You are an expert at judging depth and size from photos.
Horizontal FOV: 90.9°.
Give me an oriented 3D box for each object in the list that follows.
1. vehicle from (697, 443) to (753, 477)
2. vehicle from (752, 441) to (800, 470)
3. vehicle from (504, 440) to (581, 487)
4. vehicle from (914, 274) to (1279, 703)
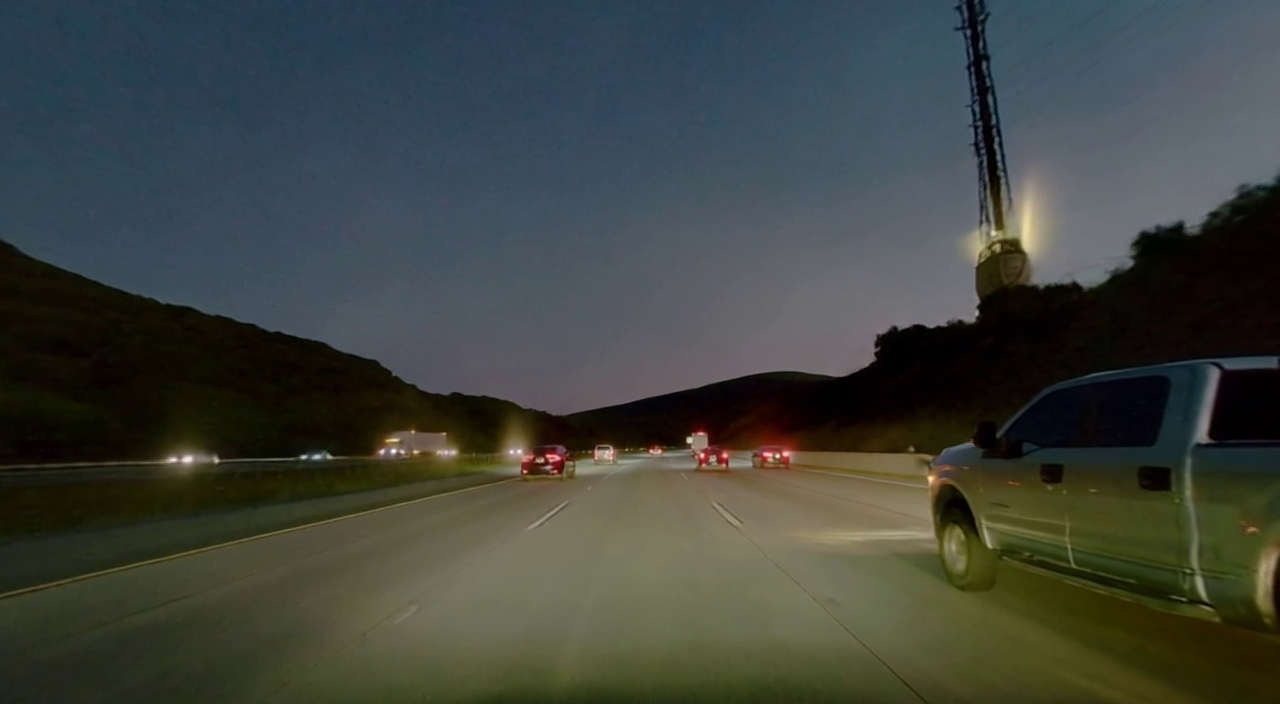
[{"bbox_3d":[3.950,5.090,29.914,2.046,1.471,4.333,0,-8,0],"label":"vehicle"},{"bbox_3d":[8.274,6.311,38.745,1.986,1.633,4.430,0,-8,1],"label":"vehicle"},{"bbox_3d":[-3.630,4.254,24.437,2.113,1.636,4.494,-1,-8,2],"label":"vehicle"},{"bbox_3d":[3.442,0.757,2.872,2.098,1.925,5.171,0,-8,1],"label":"vehicle"}]
